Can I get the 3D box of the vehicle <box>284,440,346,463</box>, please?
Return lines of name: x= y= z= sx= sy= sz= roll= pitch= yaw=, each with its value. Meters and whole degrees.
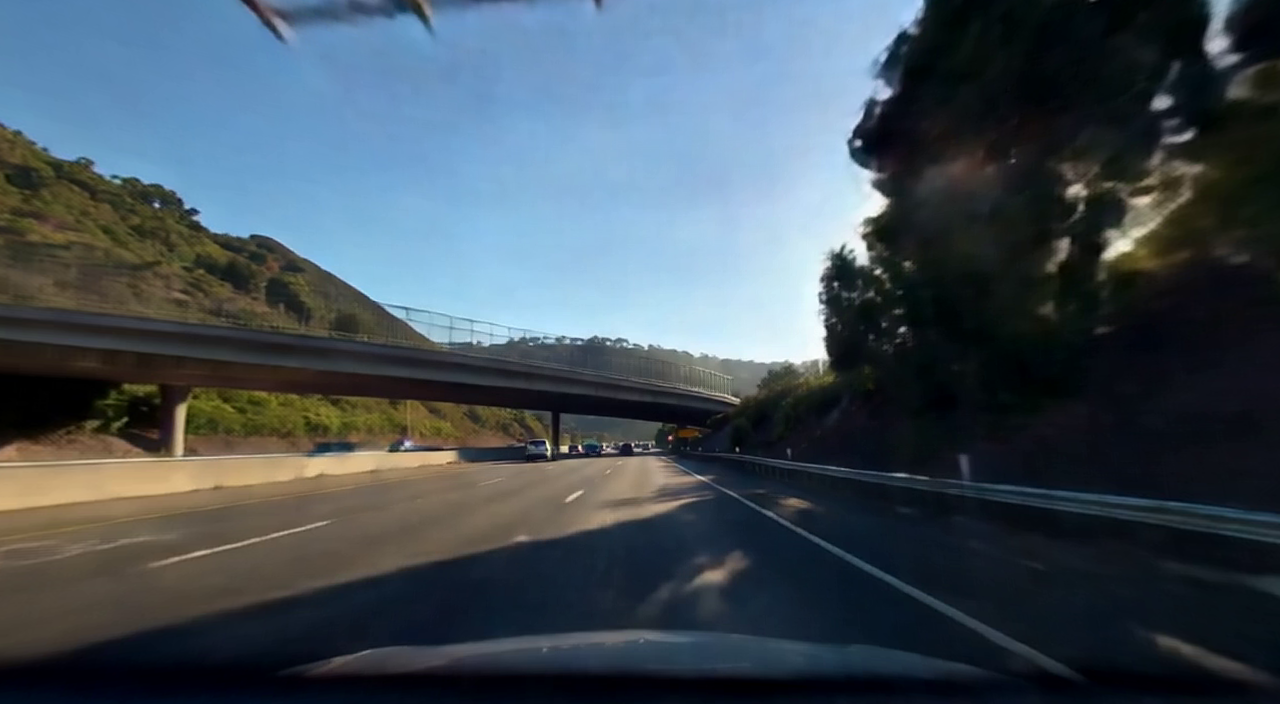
vehicle: x=-22.410 y=6.849 z=43.469 sx=1.790 sy=1.478 sz=4.416 roll=0 pitch=-8 yaw=2

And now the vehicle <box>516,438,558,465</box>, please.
vehicle: x=-6.626 y=6.441 z=40.796 sx=1.972 sy=1.660 sz=4.254 roll=0 pitch=-8 yaw=0
